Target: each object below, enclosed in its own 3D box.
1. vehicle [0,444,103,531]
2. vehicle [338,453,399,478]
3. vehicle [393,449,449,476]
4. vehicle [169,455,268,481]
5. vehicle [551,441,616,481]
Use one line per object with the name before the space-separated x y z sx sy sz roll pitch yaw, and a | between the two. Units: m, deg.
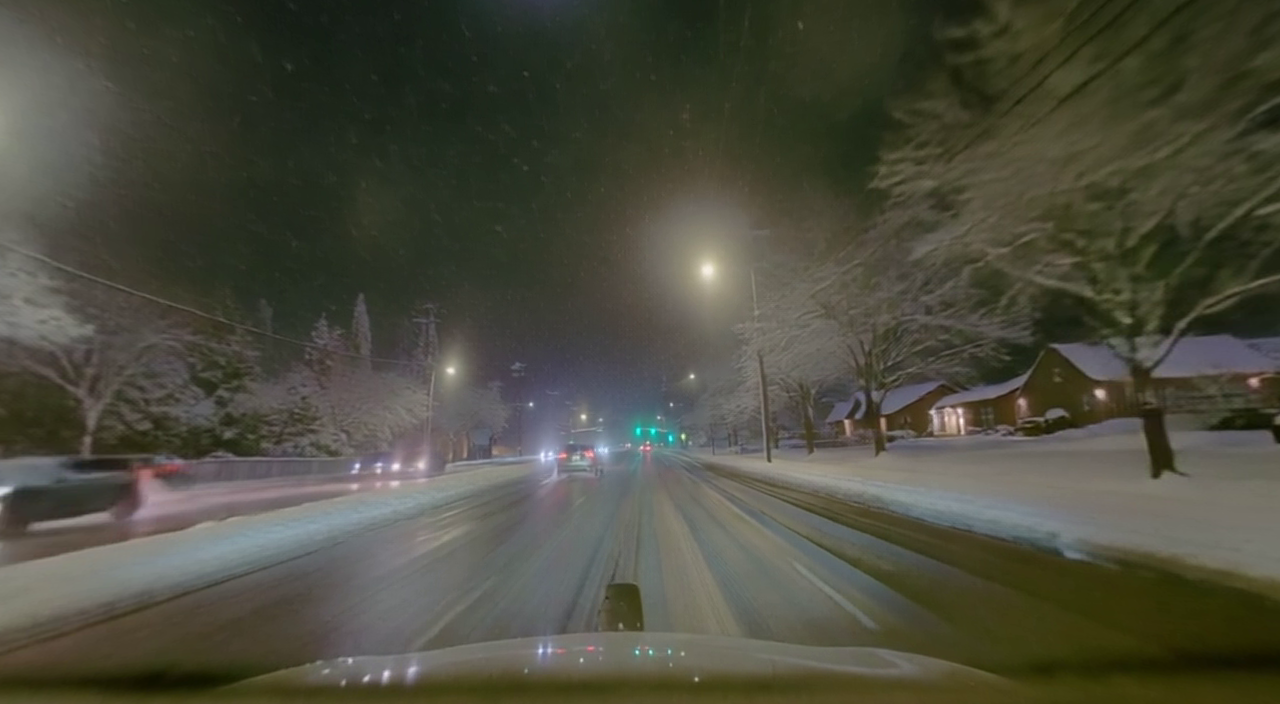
vehicle | -13.939 2.747 12.749 2.059 1.734 4.559 0 -9 0
vehicle | -17.375 7.258 40.515 1.945 1.520 4.403 0 -9 0
vehicle | -13.662 6.906 39.620 1.939 1.537 4.269 0 -9 1
vehicle | -25.944 7.145 38.903 4.586 1.492 1.884 1 -9 -8
vehicle | -2.221 4.488 26.125 2.106 1.517 4.375 -1 -9 3
